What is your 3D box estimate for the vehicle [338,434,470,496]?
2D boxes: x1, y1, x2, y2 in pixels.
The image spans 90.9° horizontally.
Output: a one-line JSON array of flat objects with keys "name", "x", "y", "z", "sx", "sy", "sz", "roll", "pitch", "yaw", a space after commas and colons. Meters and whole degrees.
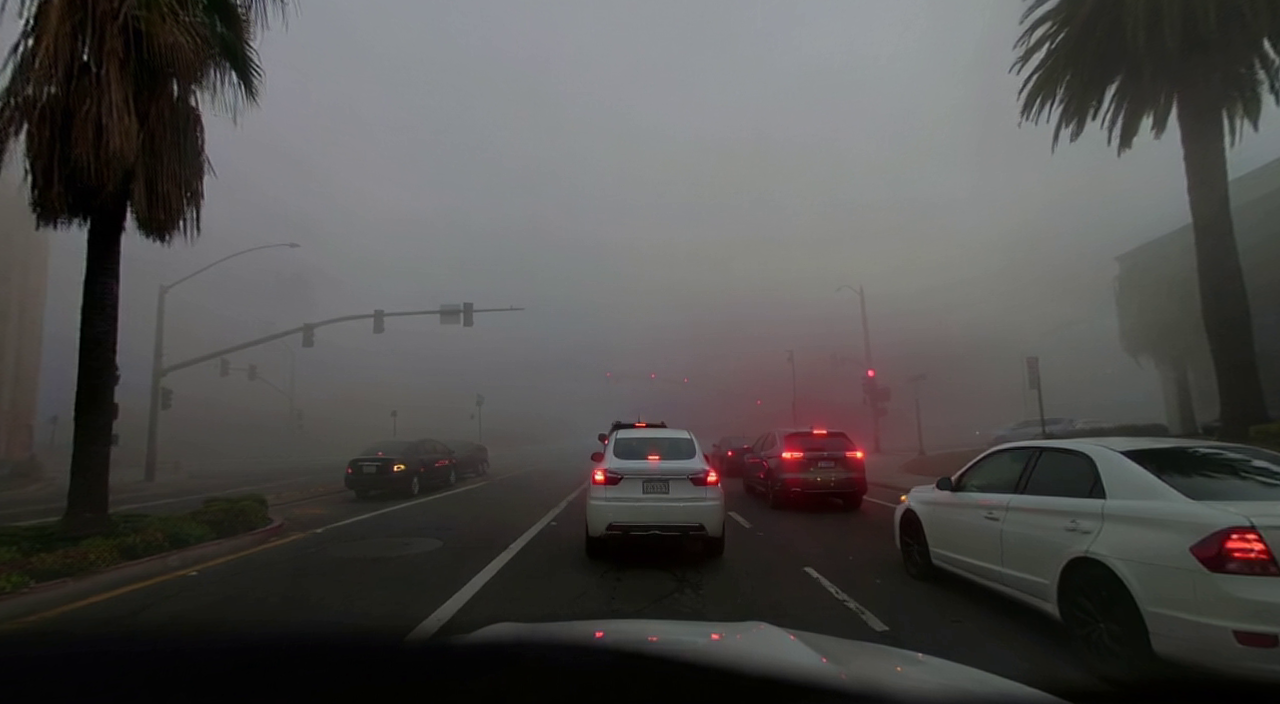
[{"name": "vehicle", "x": -6.281, "y": 3.048, "z": 17.370, "sx": 1.900, "sy": 1.487, "sz": 4.165, "roll": 0, "pitch": -8, "yaw": 2}]

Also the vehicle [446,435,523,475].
[{"name": "vehicle", "x": -6.083, "y": 4.092, "z": 25.207, "sx": 1.822, "sy": 1.456, "sz": 4.396, "roll": 0, "pitch": -8, "yaw": 2}]

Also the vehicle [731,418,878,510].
[{"name": "vehicle", "x": 3.477, "y": 2.462, "z": 14.300, "sx": 2.169, "sy": 1.751, "sz": 4.276, "roll": 0, "pitch": -8, "yaw": 0}]

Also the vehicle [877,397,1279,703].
[{"name": "vehicle", "x": 3.533, "y": 1.218, "z": 4.474, "sx": 1.910, "sy": 1.490, "sz": 4.661, "roll": 0, "pitch": -8, "yaw": 1}]

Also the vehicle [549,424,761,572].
[{"name": "vehicle", "x": 0.163, "y": 1.782, "z": 8.453, "sx": 2.140, "sy": 1.474, "sz": 4.026, "roll": 0, "pitch": -8, "yaw": 0}]
